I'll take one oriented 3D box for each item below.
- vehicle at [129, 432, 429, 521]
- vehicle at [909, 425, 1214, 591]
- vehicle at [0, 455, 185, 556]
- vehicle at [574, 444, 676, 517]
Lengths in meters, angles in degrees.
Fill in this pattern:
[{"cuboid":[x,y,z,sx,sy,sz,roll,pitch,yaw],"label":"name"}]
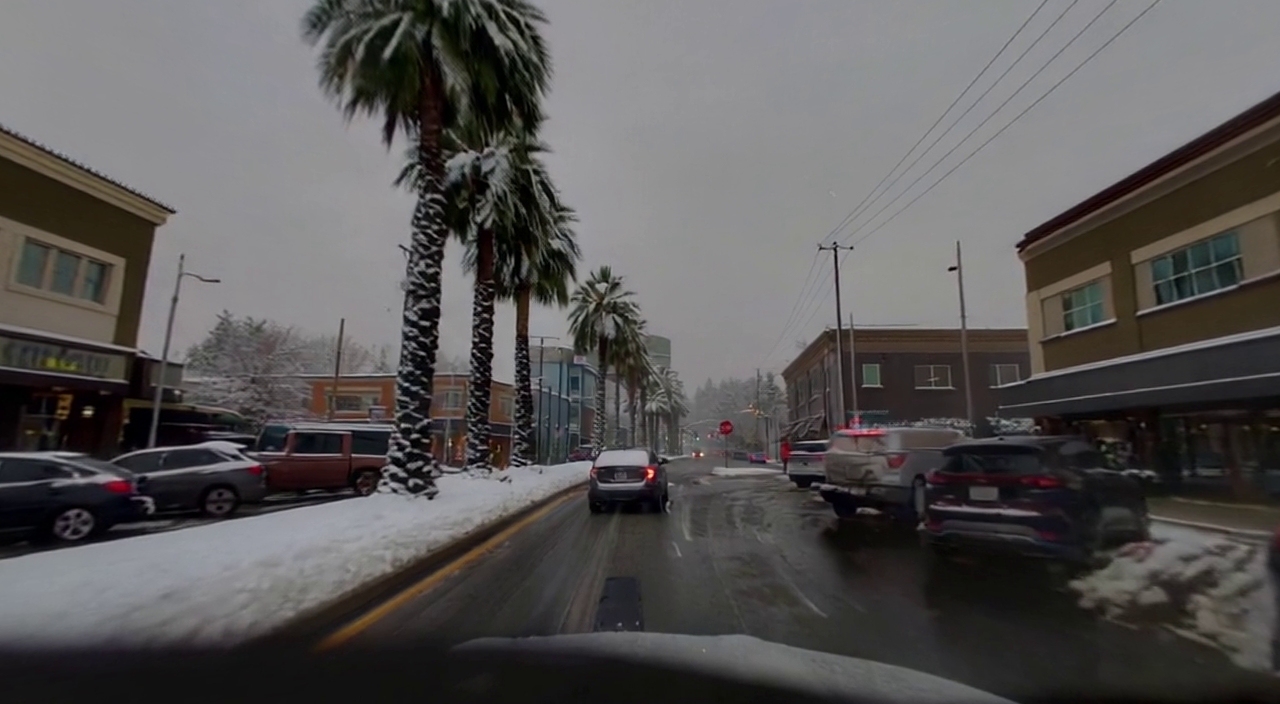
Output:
[{"cuboid":[-10.043,3.407,18.197,6.873,2.051,2.823,8,-12,-43],"label":"vehicle"},{"cuboid":[5.367,1.751,7.881,4.105,1.509,1.839,7,-11,-38],"label":"vehicle"},{"cuboid":[-10.180,2.450,10.338,4.266,1.458,1.976,7,-11,-37],"label":"vehicle"},{"cuboid":[-0.204,2.950,15.029,2.031,1.479,3.969,-1,-9,4],"label":"vehicle"}]
